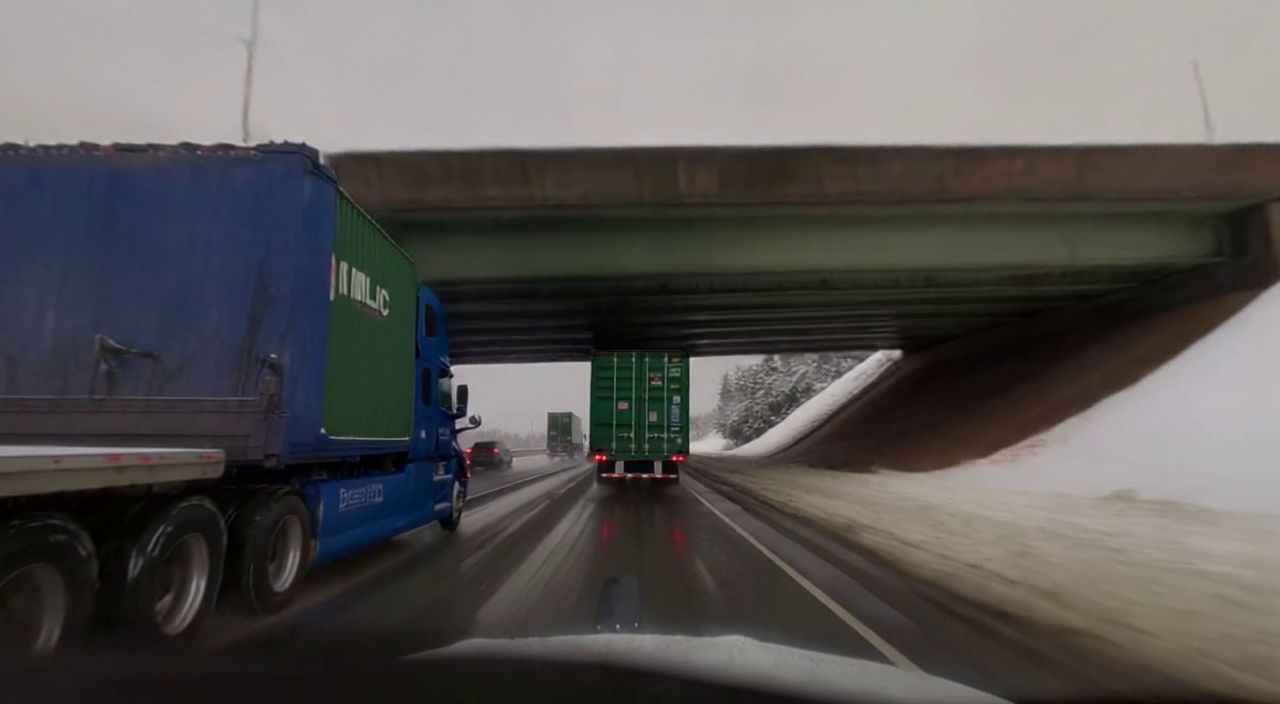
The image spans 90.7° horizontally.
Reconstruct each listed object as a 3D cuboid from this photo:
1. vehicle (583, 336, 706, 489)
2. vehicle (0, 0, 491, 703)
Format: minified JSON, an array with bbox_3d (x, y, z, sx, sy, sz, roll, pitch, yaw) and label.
[{"bbox_3d":[0.004,2.204,21.335,3.357,4.212,7.519,0,-9,-2],"label":"vehicle"},{"bbox_3d":[-3.709,0.110,5.410,3.187,3.949,6.963,0,-9,0],"label":"vehicle"}]
